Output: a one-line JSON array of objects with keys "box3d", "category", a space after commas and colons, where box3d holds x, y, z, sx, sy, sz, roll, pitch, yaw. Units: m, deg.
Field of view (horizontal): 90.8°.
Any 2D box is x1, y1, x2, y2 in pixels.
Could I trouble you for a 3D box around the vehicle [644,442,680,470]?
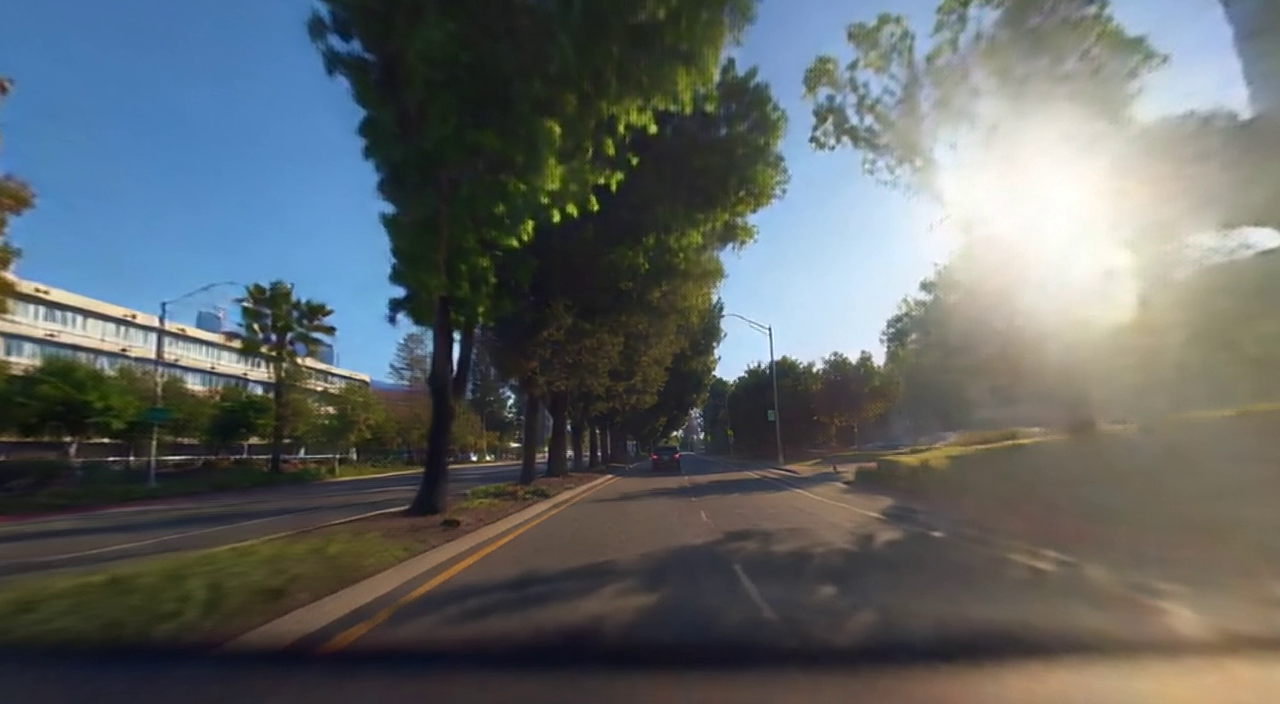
[{"box3d": [1.351, 6.487, 39.653, 2.158, 1.600, 3.865, -1, -8, 1], "category": "vehicle"}]
